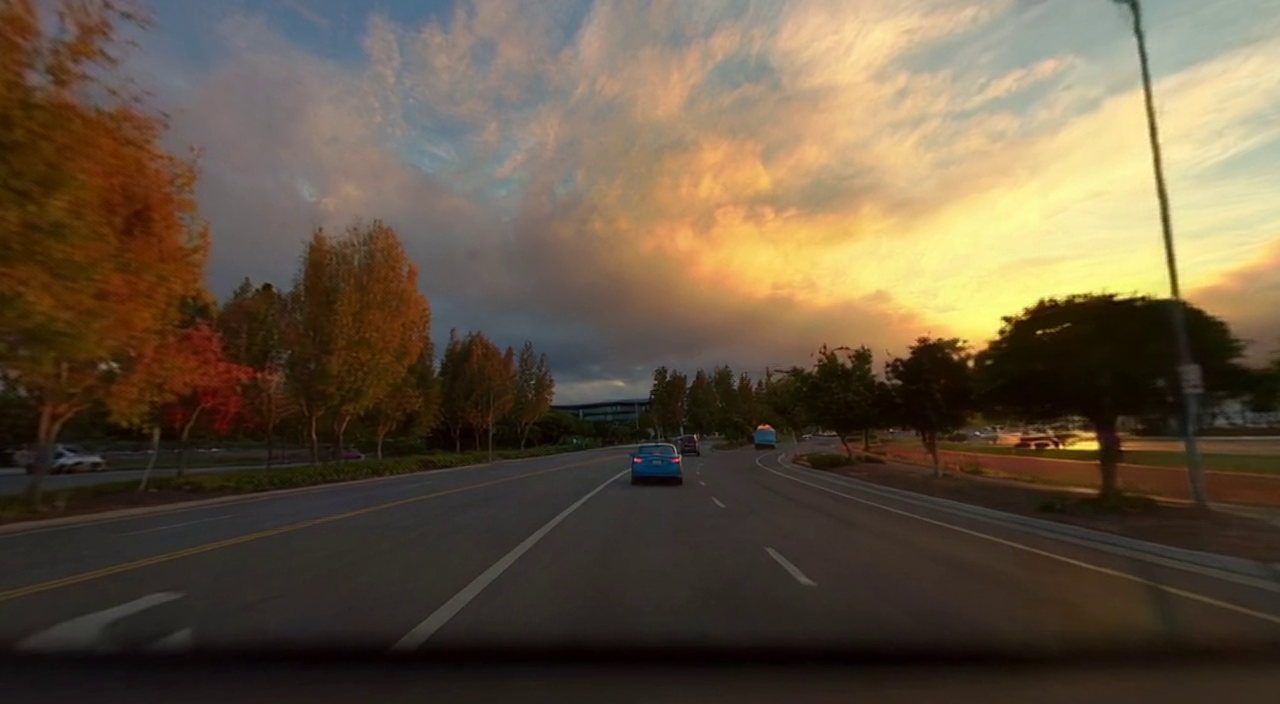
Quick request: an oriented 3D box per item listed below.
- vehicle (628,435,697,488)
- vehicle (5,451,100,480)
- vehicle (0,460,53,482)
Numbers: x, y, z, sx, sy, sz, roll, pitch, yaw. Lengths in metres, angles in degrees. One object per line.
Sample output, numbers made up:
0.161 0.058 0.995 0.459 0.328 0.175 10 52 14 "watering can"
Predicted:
0.762 3.478 20.280 2.010 1.535 3.735 -1 -8 3 "vehicle"
-45.326 8.739 48.716 5.621 1.823 2.130 -4 -8 6 "vehicle"
-45.499 8.639 45.841 3.873 1.441 1.848 -1 -8 5 "vehicle"
